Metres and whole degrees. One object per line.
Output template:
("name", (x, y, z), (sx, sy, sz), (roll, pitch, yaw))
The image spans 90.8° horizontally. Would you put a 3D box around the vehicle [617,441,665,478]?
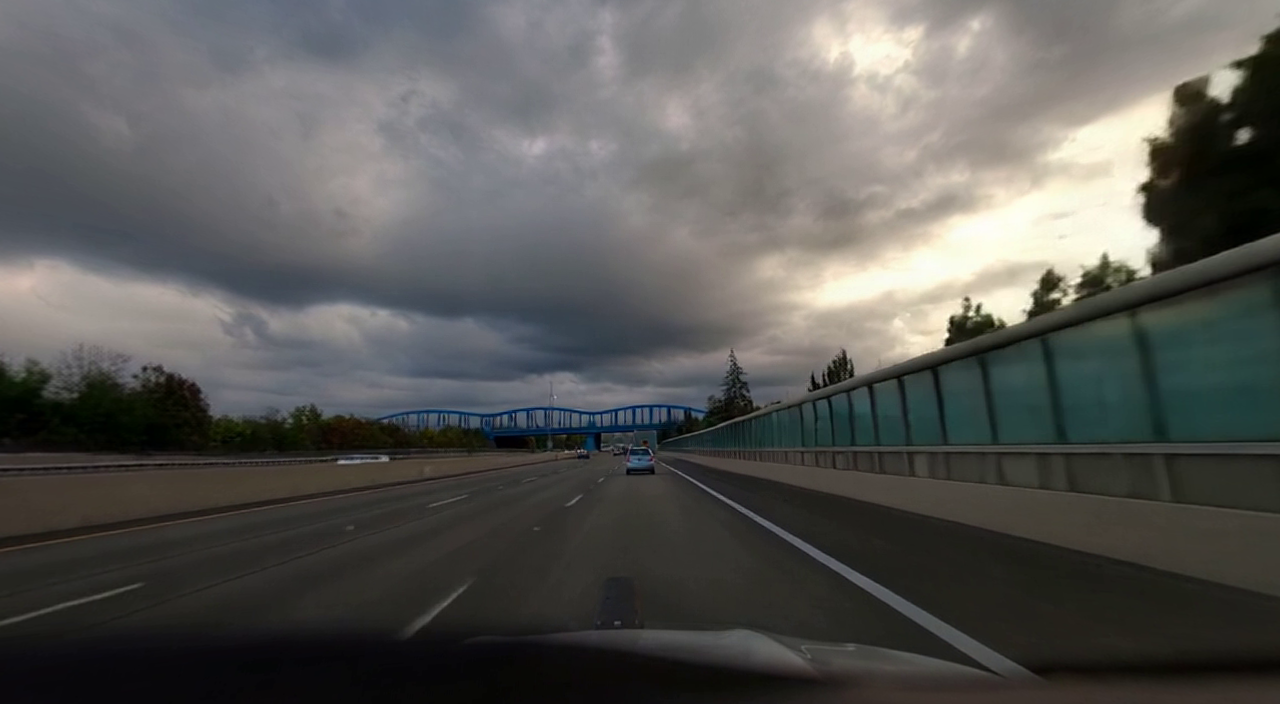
("vehicle", (0.003, 5.518, 32.572), (2.299, 1.716, 4.579), (0, -9, -1))
